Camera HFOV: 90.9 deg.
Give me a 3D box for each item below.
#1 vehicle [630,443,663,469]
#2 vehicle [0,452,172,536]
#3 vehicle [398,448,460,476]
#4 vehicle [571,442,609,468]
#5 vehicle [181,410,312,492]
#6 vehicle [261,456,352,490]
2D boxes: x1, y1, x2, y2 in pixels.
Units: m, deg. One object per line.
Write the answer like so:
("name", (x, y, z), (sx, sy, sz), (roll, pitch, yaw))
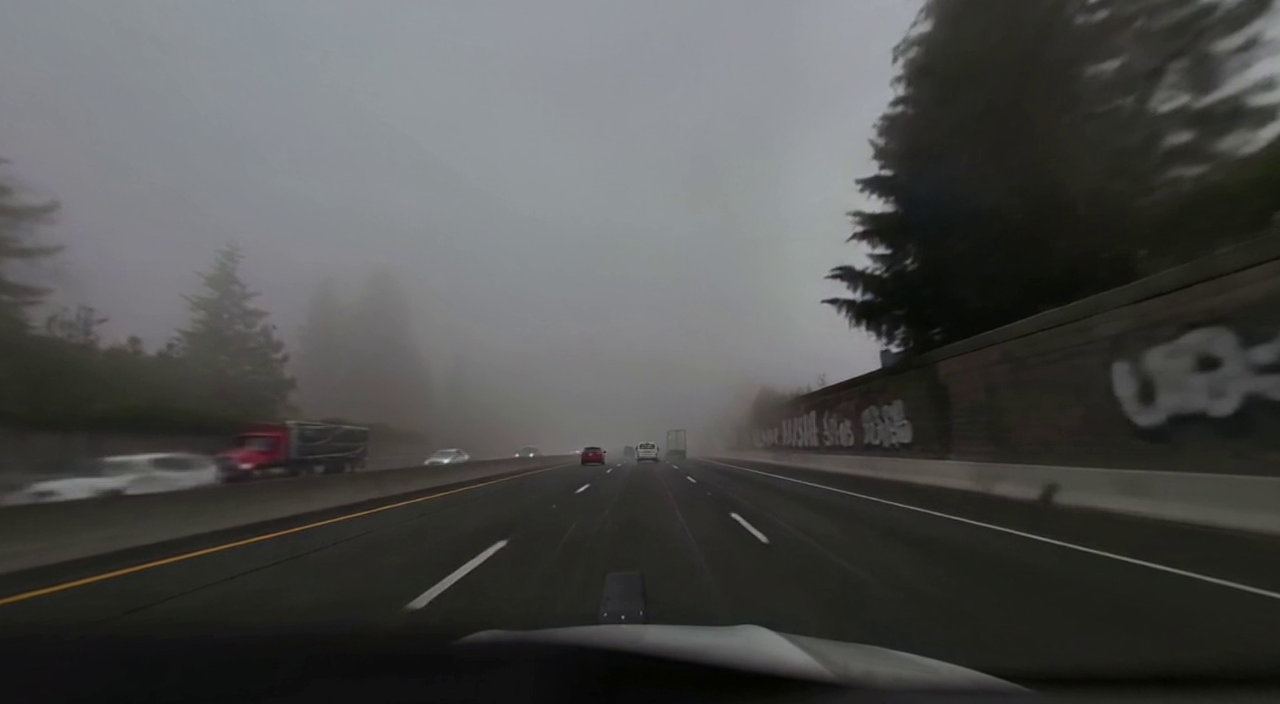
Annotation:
("vehicle", (0.408, 6.646, 40.335), (2.009, 1.506, 4.091), (0, -9, 0))
("vehicle", (-12.344, 2.912, 13.477), (1.853, 1.521, 3.633), (0, -9, -1))
("vehicle", (-11.920, 6.230, 35.853), (2.102, 1.469, 3.981), (0, -9, 1))
("vehicle", (-3.302, 6.931, 42.489), (2.095, 1.671, 4.193), (0, -9, 1))
("vehicle", (-20.565, 5.238, 33.432), (2.925, 3.884, 5.866), (0, -9, 1))
("vehicle", (-16.343, 5.930, 31.189), (1.856, 1.475, 4.749), (0, -9, 1))
